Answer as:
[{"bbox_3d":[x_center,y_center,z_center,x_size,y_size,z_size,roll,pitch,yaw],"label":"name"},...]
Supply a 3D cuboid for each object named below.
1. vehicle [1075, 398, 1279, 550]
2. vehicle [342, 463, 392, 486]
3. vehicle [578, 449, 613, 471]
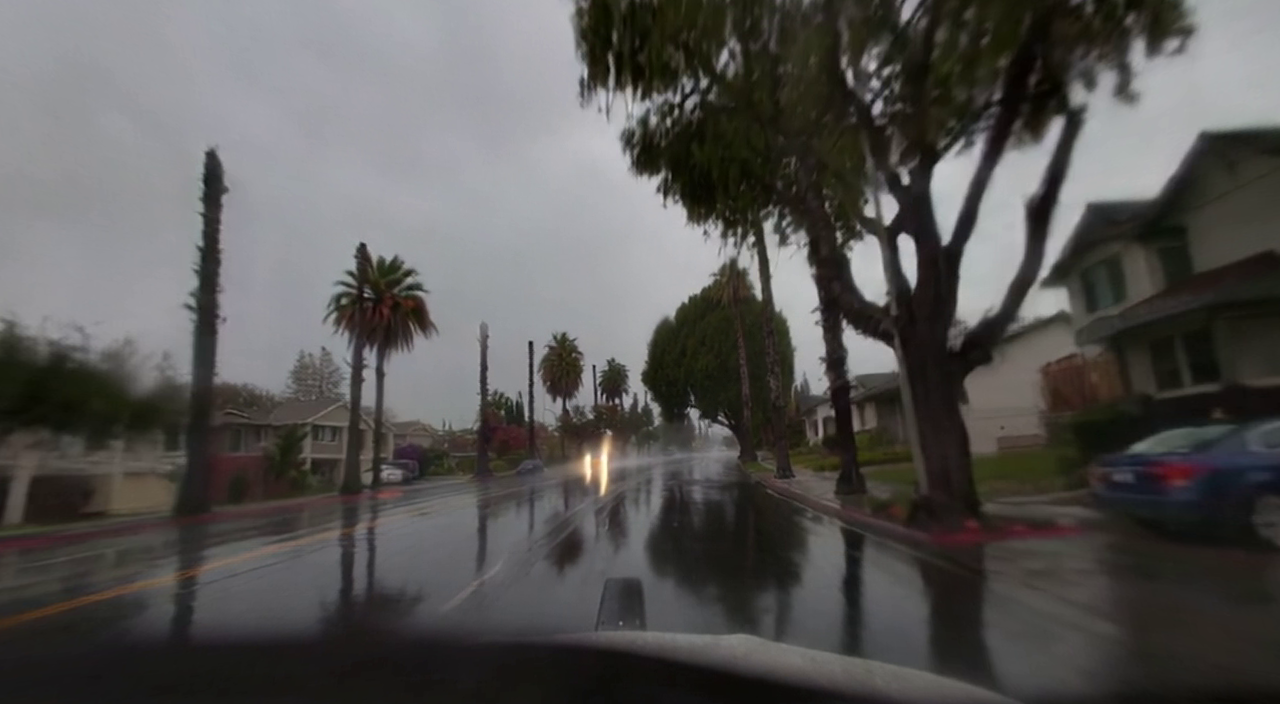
[{"bbox_3d":[8.681,1.505,8.136,4.646,1.687,1.975,0,-8,-1],"label":"vehicle"},{"bbox_3d":[-20.487,9.131,47.365,1.862,1.477,4.461,8,-12,-44],"label":"vehicle"},{"bbox_3d":[-3.461,8.428,49.486,1.746,1.503,4.400,-6,-9,7],"label":"vehicle"}]
